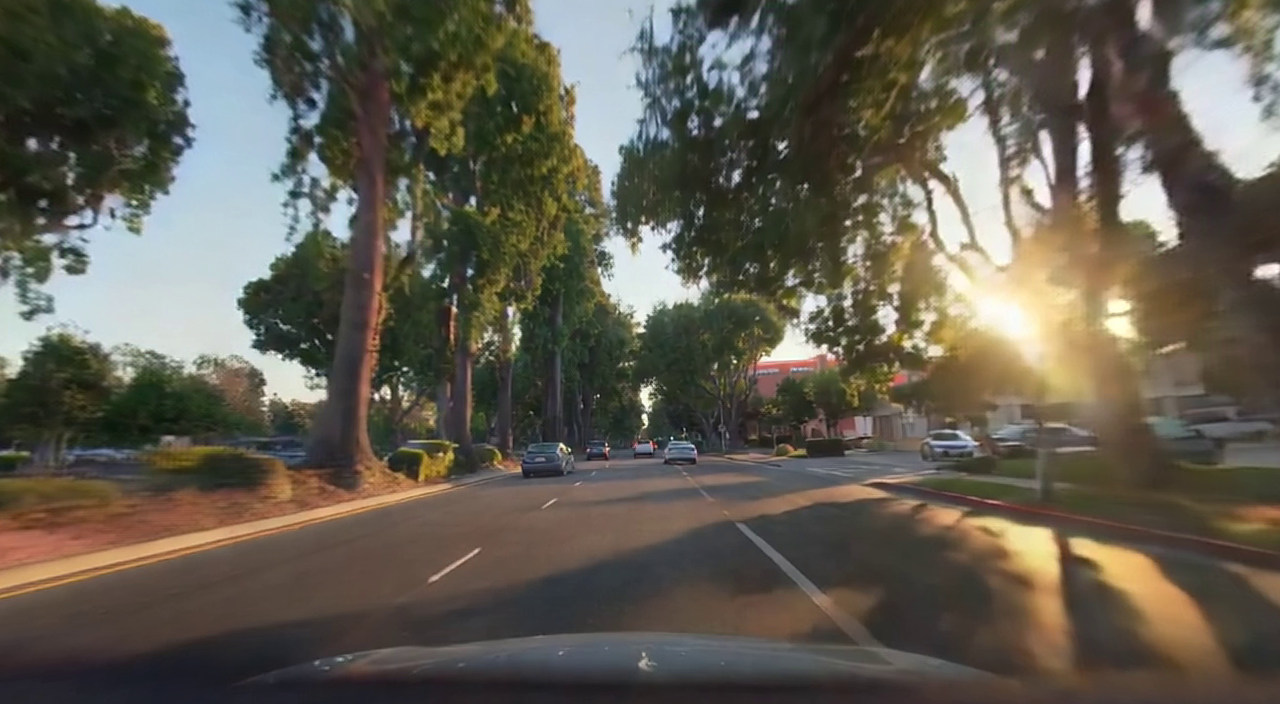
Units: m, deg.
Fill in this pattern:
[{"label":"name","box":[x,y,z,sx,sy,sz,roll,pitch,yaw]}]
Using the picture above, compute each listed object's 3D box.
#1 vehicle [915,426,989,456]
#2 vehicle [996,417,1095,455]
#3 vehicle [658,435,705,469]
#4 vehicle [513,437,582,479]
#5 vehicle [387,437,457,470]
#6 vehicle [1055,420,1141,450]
[{"label":"vehicle","box":[15.927,4.575,32.396,1.823,1.413,3.884,0,-8,1]},{"label":"vehicle","box":[20.930,4.410,32.816,1.982,1.794,4.853,0,-8,1]},{"label":"vehicle","box":[1.961,4.863,30.812,1.922,1.579,3.642,0,-8,-2]},{"label":"vehicle","box":[-3.535,4.124,24.921,1.908,1.481,4.536,0,-8,2]},{"label":"vehicle","box":[-12.462,5.850,36.500,2.047,1.729,5.470,0,-8,1]},{"label":"vehicle","box":[23.696,4.351,32.799,1.783,1.459,3.816,-1,-9,4]}]
